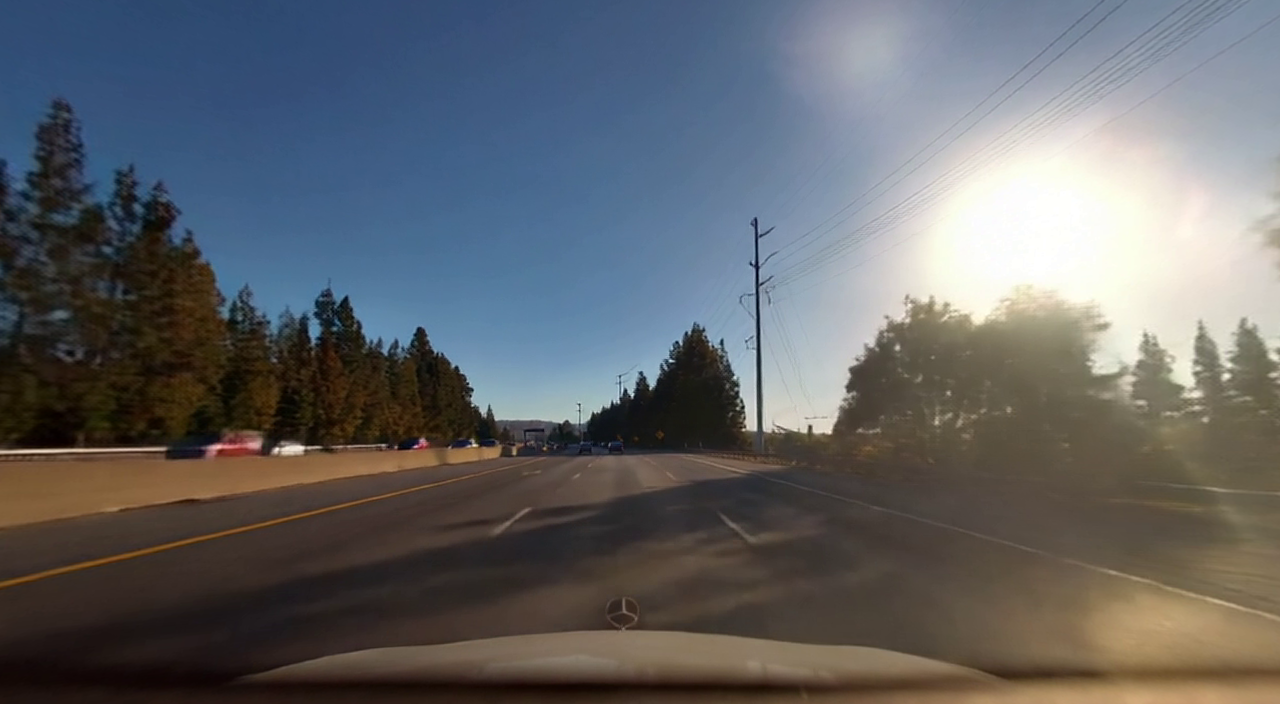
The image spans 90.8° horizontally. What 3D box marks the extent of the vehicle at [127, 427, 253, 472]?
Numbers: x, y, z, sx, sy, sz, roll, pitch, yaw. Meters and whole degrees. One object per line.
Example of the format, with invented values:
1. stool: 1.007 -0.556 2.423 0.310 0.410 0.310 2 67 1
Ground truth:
1. vehicle: -18.571 4.054 26.397 1.965 1.682 4.576 0 -8 -2
